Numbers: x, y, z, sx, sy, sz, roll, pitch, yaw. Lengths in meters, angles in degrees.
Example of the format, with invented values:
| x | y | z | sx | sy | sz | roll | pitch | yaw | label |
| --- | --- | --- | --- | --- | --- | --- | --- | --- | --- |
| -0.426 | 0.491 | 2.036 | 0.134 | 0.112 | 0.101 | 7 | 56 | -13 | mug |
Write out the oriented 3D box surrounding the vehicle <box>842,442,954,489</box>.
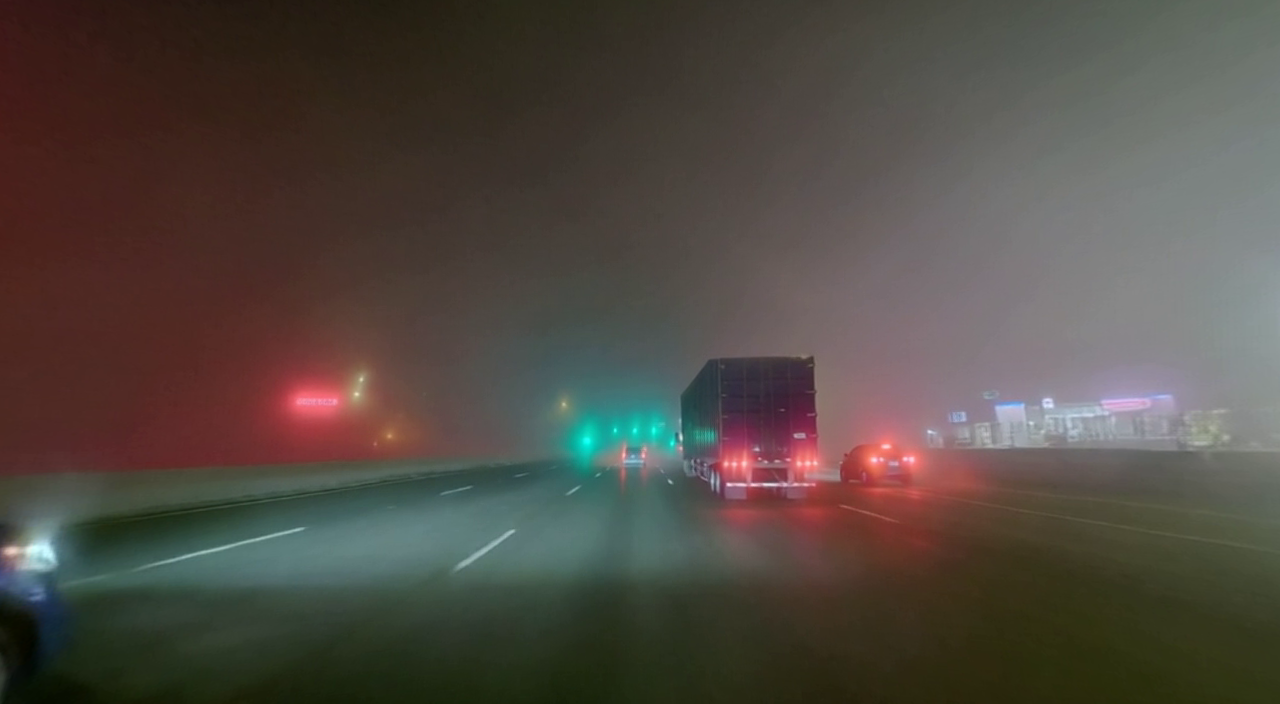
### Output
| x | y | z | sx | sy | sz | roll | pitch | yaw | label |
| --- | --- | --- | --- | --- | --- | --- | --- | --- | --- |
| 9.141 | 4.050 | 22.895 | 2.105 | 1.494 | 4.537 | 0 | -9 | 0 | vehicle |

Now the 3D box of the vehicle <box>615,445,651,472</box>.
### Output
| x | y | z | sx | sy | sz | roll | pitch | yaw | label |
| --- | --- | --- | --- | --- | --- | --- | --- | --- | --- |
| -0.359 | 6.050 | 36.077 | 1.929 | 1.395 | 3.999 | 0 | -9 | 0 | vehicle |

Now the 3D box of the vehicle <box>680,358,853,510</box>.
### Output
| x | y | z | sx | sy | sz | roll | pitch | yaw | label |
| --- | --- | --- | --- | --- | --- | --- | --- | --- | --- |
| 3.114 | 2.595 | 19.409 | 2.934 | 3.325 | 10.986 | 0 | -9 | -1 | vehicle |
